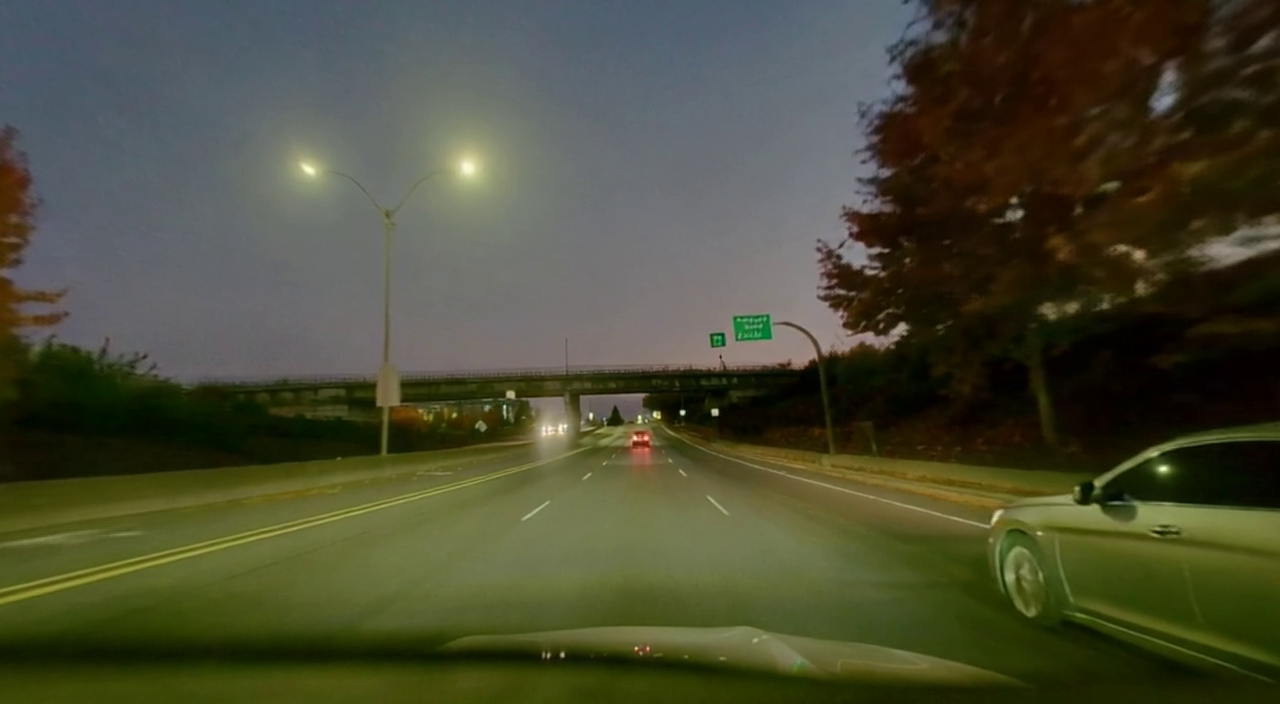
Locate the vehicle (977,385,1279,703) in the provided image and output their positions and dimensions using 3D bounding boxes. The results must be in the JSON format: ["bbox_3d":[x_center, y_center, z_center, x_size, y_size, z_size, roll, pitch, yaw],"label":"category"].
[{"bbox_3d":[3.623,0.907,2.548,2.063,1.542,4.420,0,-9,0],"label":"vehicle"}]
